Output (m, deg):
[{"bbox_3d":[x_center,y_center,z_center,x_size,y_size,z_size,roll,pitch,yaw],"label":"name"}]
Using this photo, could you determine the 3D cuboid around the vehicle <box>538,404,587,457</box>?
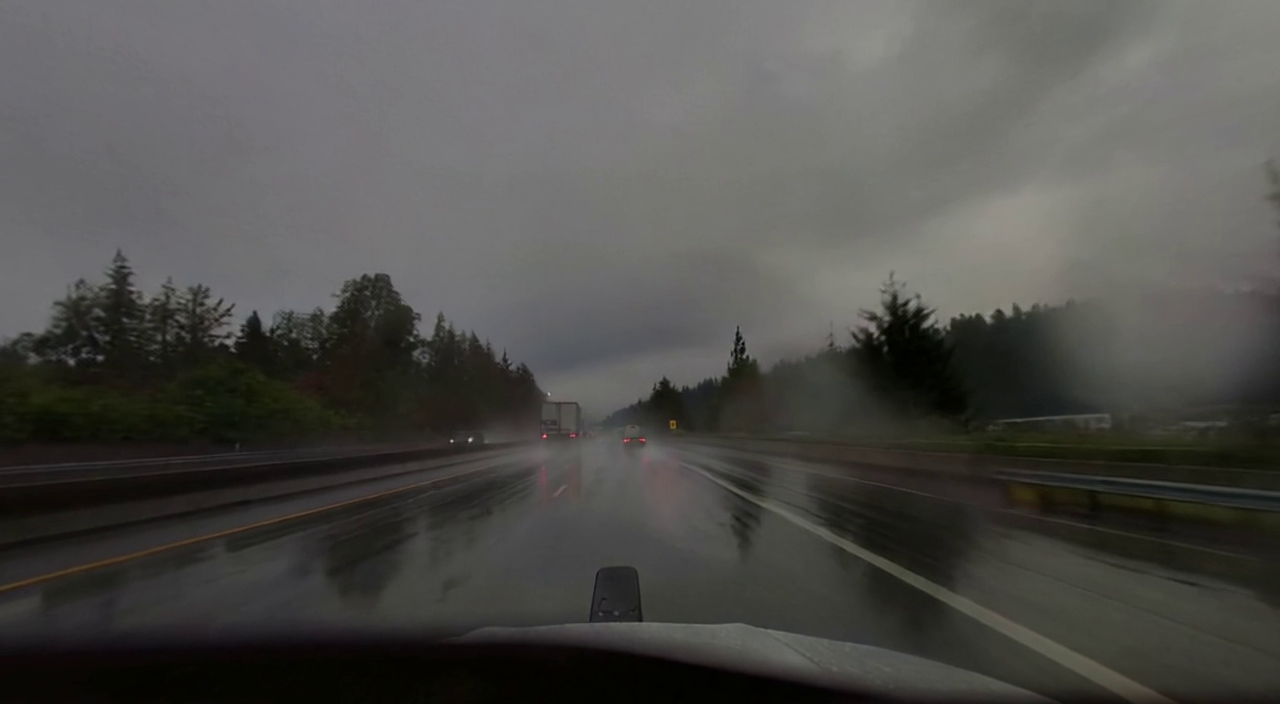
[{"bbox_3d":[-4.842,5.039,40.302,2.450,3.098,6.965,0,-8,-2],"label":"vehicle"}]

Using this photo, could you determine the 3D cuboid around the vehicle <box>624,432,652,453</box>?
[{"bbox_3d":[-0.177,6.667,46.569,1.988,1.472,3.716,0,-8,-2],"label":"vehicle"}]
